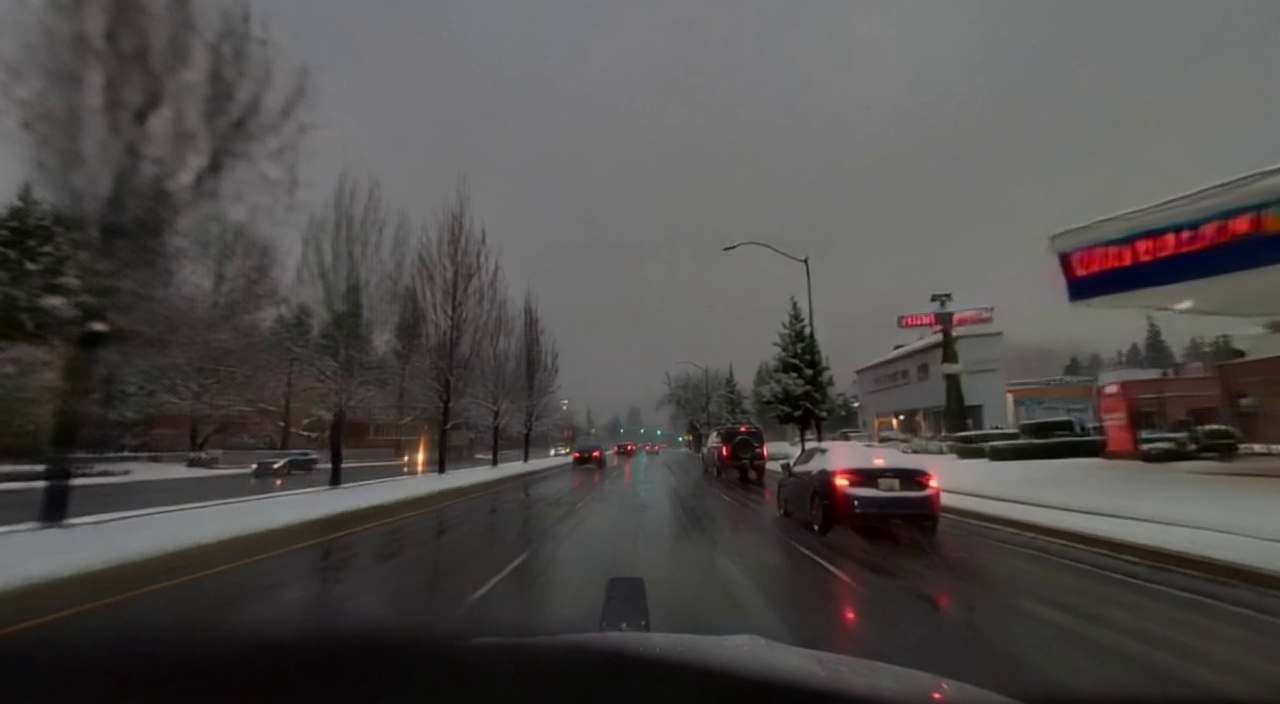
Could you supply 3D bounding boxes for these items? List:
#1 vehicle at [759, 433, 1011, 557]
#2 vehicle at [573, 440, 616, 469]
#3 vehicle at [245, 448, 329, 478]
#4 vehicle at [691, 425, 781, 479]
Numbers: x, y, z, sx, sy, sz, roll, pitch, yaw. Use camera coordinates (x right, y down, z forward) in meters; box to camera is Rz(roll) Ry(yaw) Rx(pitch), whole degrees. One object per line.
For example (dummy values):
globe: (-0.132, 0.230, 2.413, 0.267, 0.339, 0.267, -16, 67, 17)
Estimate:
vehicle: (3.389, 2.069, 9.960, 2.095, 1.475, 4.686, 0, -9, 0)
vehicle: (-2.850, 6.547, 40.526, 2.250, 1.713, 4.422, 0, -8, 2)
vehicle: (-21.367, 6.705, 38.380, 2.106, 1.660, 4.699, -1, -9, 4)
vehicle: (4.243, 4.632, 29.451, 3.245, 2.199, 6.295, 0, -8, 0)
